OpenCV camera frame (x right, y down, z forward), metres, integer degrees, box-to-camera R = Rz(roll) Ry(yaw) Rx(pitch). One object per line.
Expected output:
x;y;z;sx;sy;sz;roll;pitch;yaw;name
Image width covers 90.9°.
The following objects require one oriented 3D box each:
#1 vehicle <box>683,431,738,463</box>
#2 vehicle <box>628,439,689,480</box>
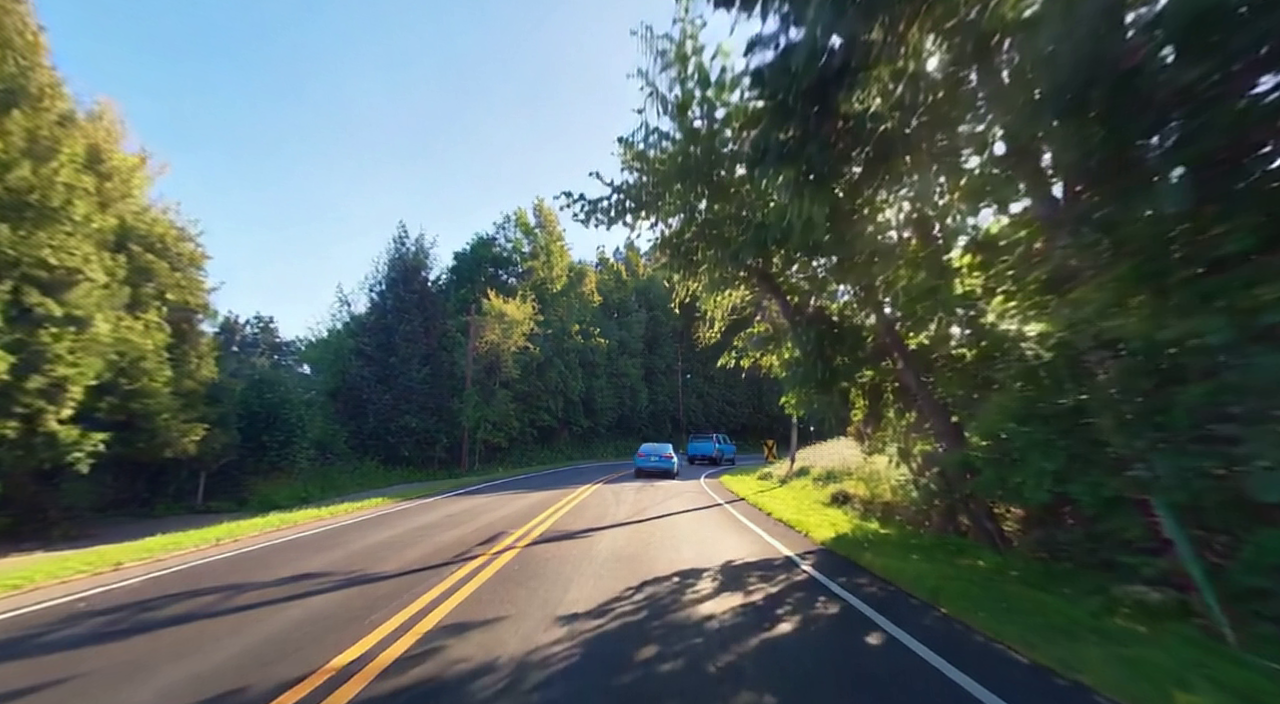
5.094;6.731;44.705;2.376;2.145;5.953;-3;-9;22;vehicle
0.848;4.447;26.393;2.157;1.565;4.243;-1;-8;7;vehicle
